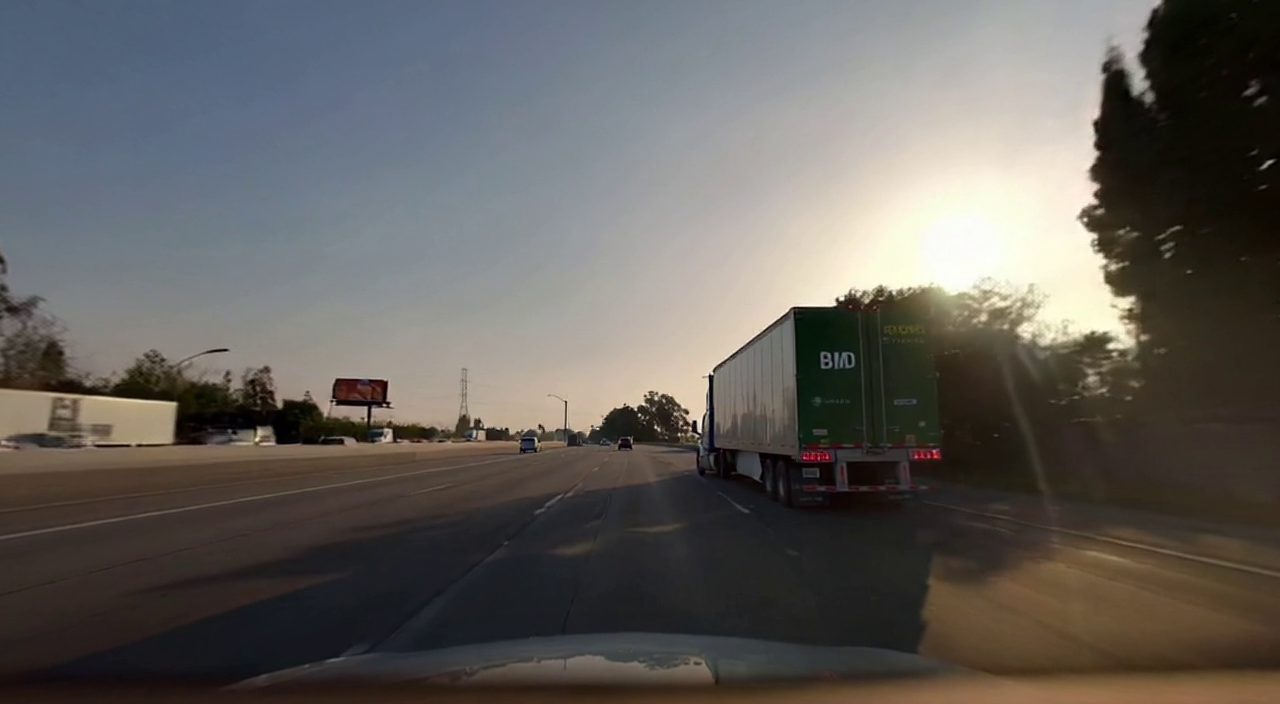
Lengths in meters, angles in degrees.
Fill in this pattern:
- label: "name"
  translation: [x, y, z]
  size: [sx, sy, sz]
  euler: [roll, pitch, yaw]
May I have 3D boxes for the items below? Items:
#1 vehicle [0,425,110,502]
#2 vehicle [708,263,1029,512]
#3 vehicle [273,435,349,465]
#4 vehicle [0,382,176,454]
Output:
- label: "vehicle"
  translation: [-14.720, 2.400, 13.578]
  size: [1.970, 1.618, 5.364]
  euler: [0, -8, 0]
- label: "vehicle"
  translation: [4.357, 1.609, 17.442]
  size: [2.891, 3.944, 15.051]
  euler: [0, -8, -2]
- label: "vehicle"
  translation: [-18.437, 5.514, 35.660]
  size: [1.913, 1.540, 4.540]
  euler: [0, -8, -1]
- label: "vehicle"
  translation: [-38.659, 4.700, 42.474]
  size: [2.924, 4.077, 16.538]
  euler: [0, -8, -2]
